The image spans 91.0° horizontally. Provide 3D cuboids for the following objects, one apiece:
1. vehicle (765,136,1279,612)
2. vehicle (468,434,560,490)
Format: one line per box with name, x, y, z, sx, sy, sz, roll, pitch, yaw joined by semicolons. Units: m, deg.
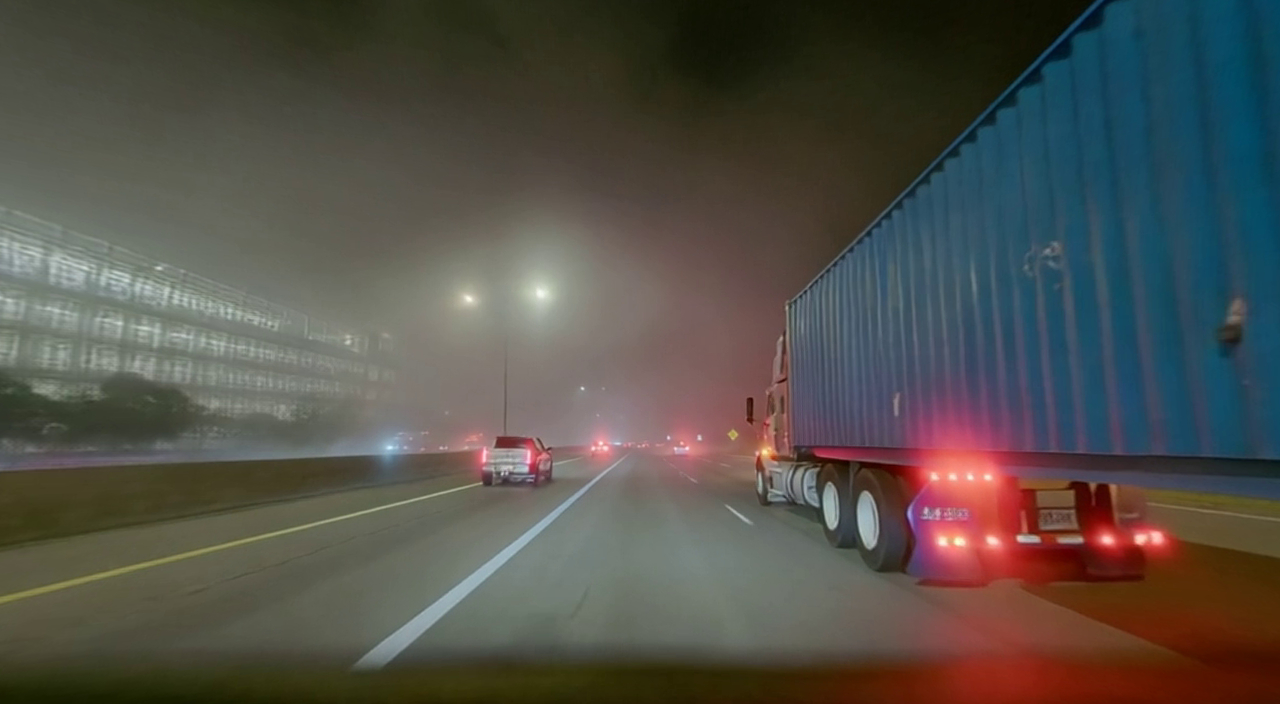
vehicle;3.790;0.551;8.167;3.089;3.779;6.420;0;-9;1
vehicle;-3.730;3.338;19.419;1.954;1.528;4.010;1;-9;0
